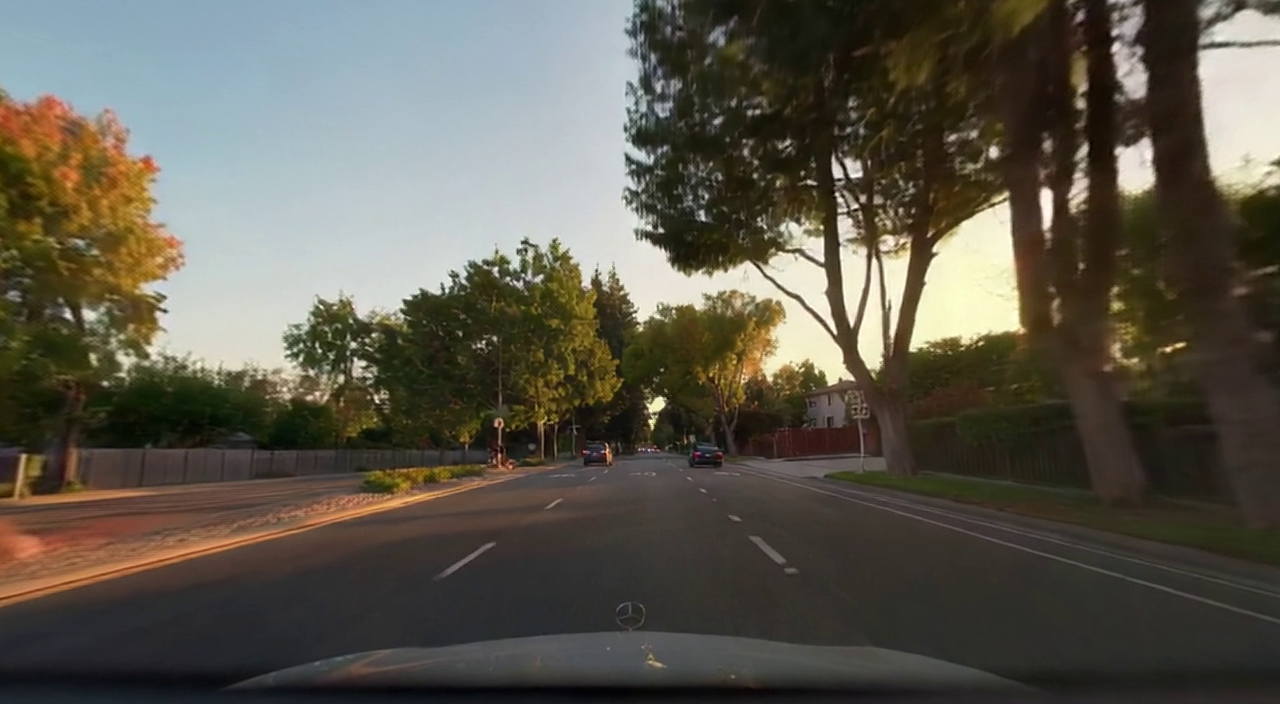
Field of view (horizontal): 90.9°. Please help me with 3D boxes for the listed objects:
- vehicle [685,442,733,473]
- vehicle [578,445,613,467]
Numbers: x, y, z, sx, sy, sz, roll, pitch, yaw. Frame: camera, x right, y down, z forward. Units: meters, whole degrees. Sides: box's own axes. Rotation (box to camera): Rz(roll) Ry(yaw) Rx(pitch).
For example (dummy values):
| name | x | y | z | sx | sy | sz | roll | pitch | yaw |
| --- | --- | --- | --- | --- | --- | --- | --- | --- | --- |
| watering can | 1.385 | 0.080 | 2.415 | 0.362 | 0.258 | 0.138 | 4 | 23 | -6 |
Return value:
| name | x | y | z | sx | sy | sz | roll | pitch | yaw |
| --- | --- | --- | --- | --- | --- | --- | --- | --- | --- |
| vehicle | 3.522 | 5.473 | 32.944 | 1.992 | 1.511 | 4.464 | 0 | -9 | 0 |
| vehicle | -3.125 | 7.397 | 45.156 | 2.011 | 1.480 | 4.517 | -1 | -9 | 1 |
